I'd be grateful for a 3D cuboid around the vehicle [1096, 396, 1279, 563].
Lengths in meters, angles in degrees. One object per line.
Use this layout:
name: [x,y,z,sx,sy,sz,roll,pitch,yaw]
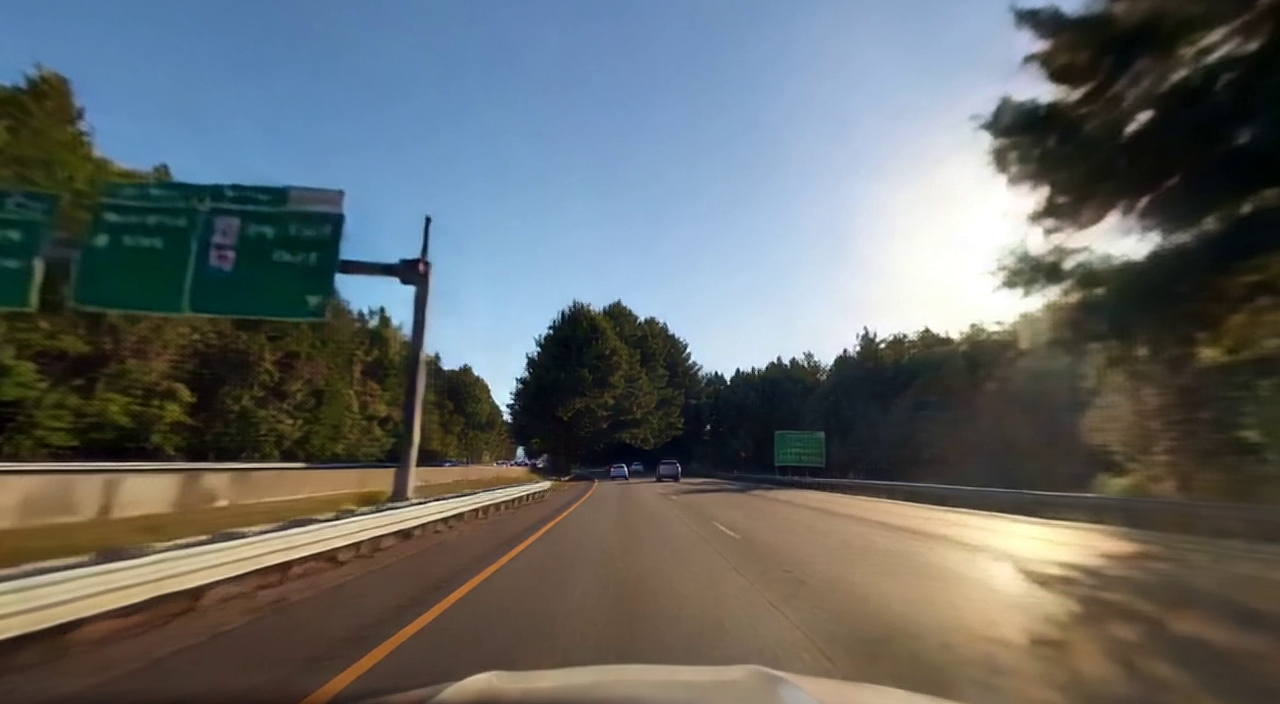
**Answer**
vehicle: [11.774,2.270,11.228,2.398,2.721,6.295,1,-10,-1]
